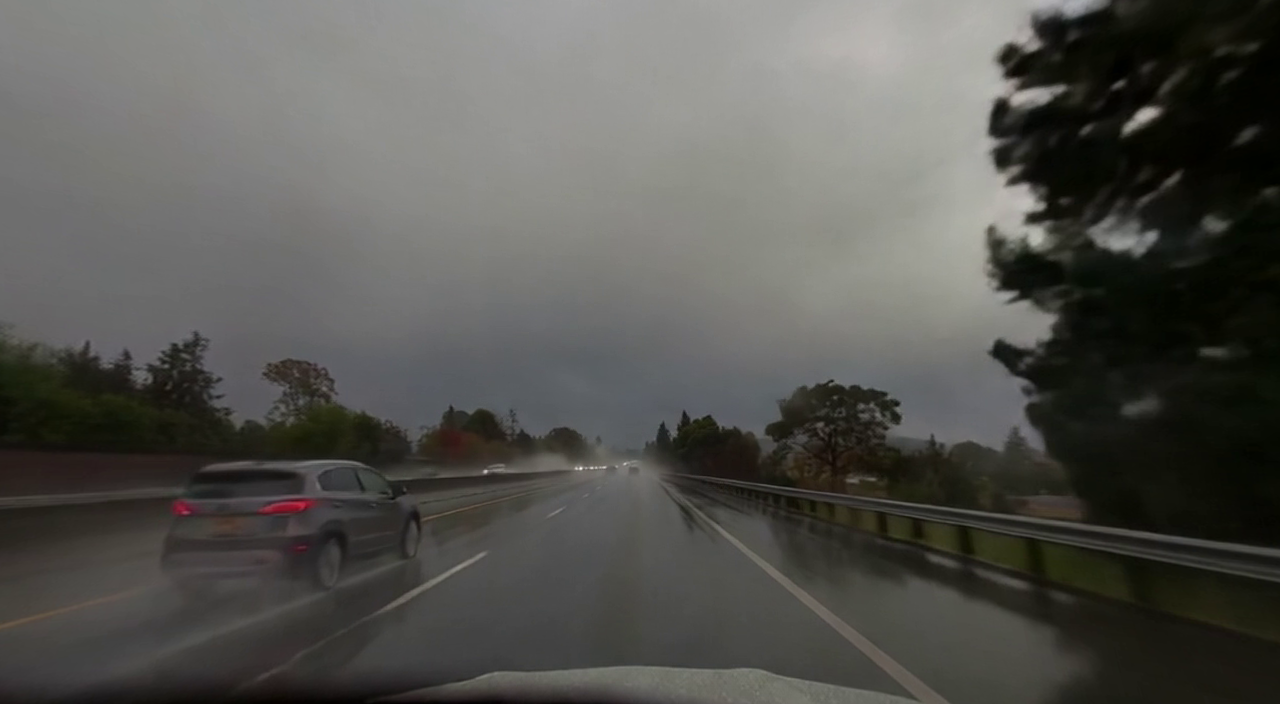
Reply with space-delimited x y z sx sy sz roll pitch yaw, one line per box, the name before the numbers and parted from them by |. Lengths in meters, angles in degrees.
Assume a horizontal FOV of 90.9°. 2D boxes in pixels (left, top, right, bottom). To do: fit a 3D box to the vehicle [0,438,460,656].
vehicle | -3.813 1.801 6.895 2.146 1.441 5.020 1 -10 1
